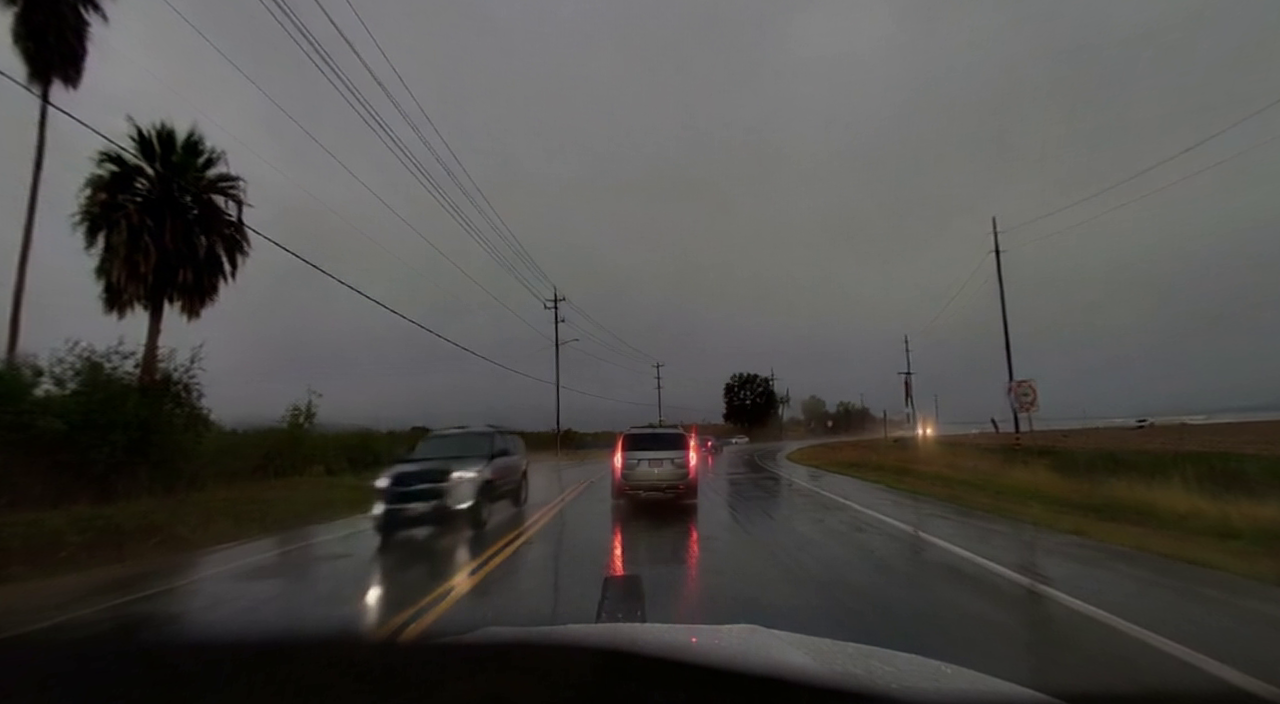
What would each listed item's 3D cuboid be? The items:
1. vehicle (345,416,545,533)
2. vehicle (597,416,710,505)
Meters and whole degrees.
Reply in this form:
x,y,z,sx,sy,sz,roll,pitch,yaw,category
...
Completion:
x,y,z,sx,sy,sz,roll,pitch,yaw,category
-3.626,2.418,13.234,2.237,1.878,5.739,0,-8,1,vehicle
0.280,2.608,15.567,2.364,1.859,4.538,0,-8,0,vehicle
